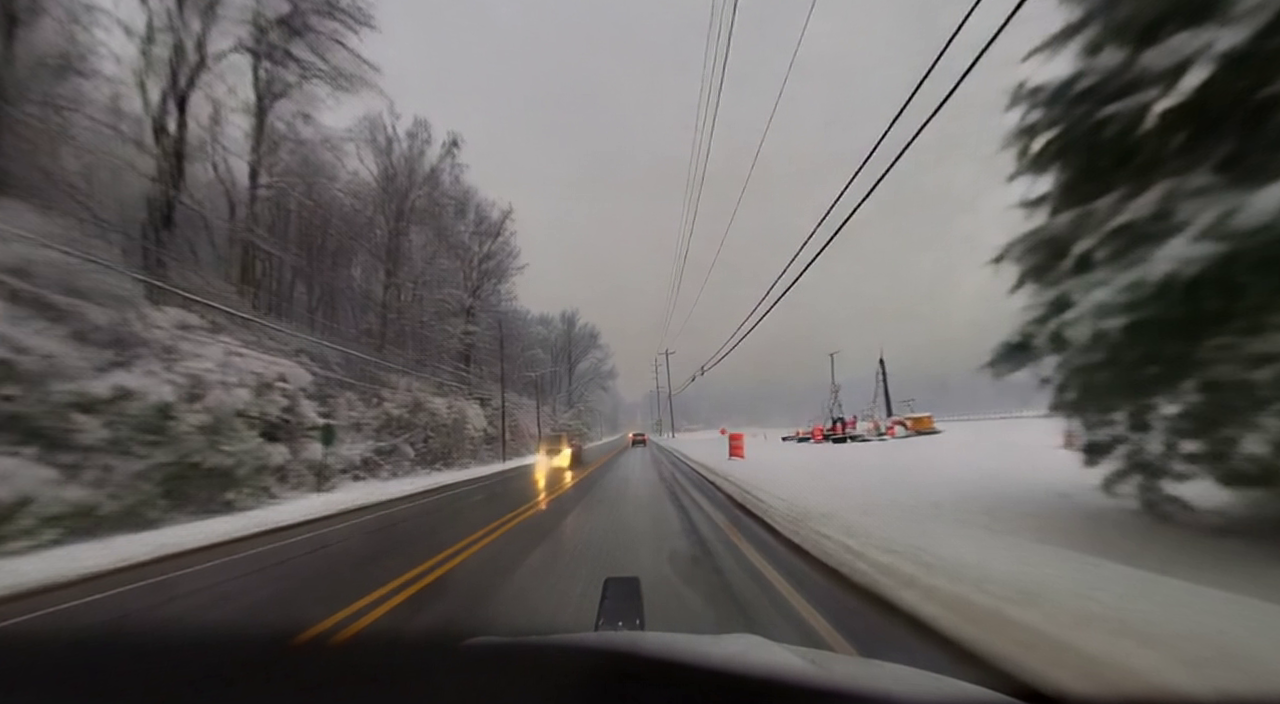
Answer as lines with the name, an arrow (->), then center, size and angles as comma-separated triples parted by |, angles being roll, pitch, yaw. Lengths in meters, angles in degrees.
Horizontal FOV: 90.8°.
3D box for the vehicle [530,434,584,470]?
vehicle -> -3.933, 4.843, 30.651 | 2.020, 1.631, 4.054 | 0, -8, 1
